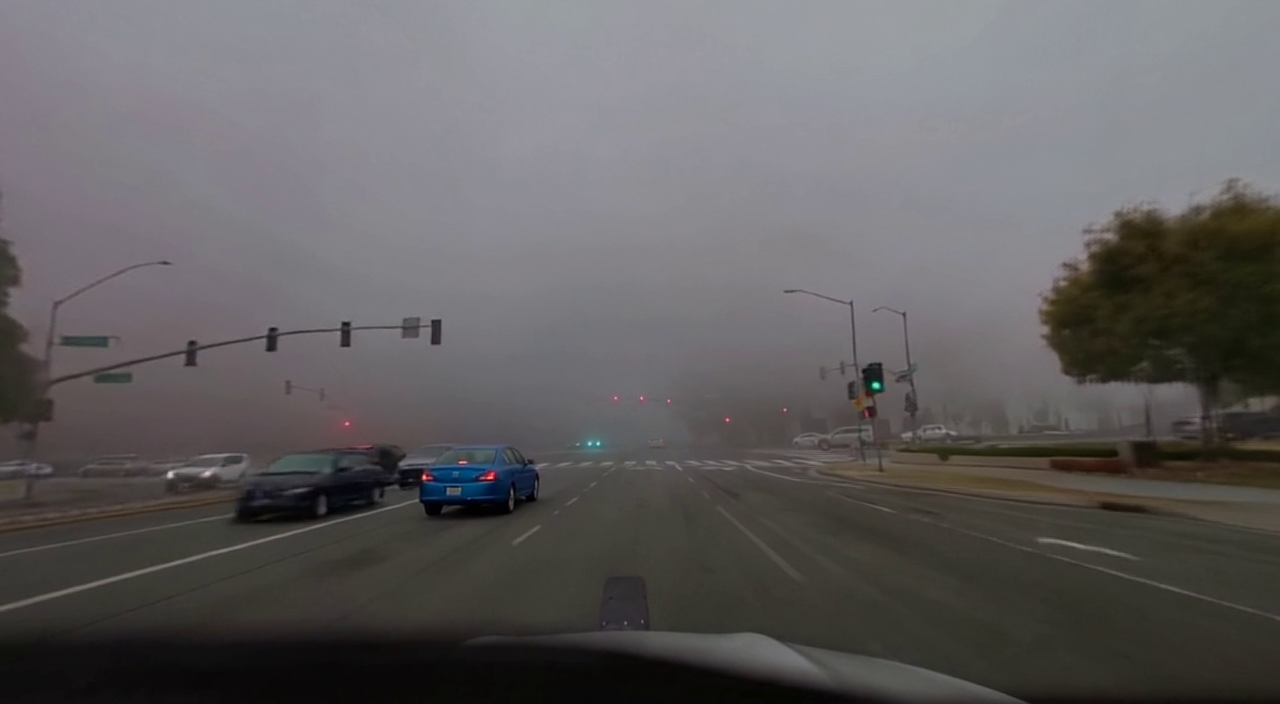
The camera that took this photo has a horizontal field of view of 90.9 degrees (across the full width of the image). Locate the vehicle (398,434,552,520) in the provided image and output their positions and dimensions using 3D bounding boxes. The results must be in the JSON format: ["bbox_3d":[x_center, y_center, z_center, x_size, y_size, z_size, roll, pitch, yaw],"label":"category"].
[{"bbox_3d":[-3.193,2.524,13.243,1.924,1.480,4.421,0,-9,2],"label":"vehicle"}]

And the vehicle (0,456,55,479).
[{"bbox_3d":[-47.473,8.741,47.850,4.329,1.668,1.799,-1,-9,2],"label":"vehicle"}]

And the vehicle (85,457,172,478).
[{"bbox_3d":[-34.406,7.765,42.403,4.759,1.347,2.058,-3,-9,15],"label":"vehicle"}]

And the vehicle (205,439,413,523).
[{"bbox_3d":[-6.700,2.640,13.493,2.006,1.461,4.476,0,-9,0],"label":"vehicle"}]
